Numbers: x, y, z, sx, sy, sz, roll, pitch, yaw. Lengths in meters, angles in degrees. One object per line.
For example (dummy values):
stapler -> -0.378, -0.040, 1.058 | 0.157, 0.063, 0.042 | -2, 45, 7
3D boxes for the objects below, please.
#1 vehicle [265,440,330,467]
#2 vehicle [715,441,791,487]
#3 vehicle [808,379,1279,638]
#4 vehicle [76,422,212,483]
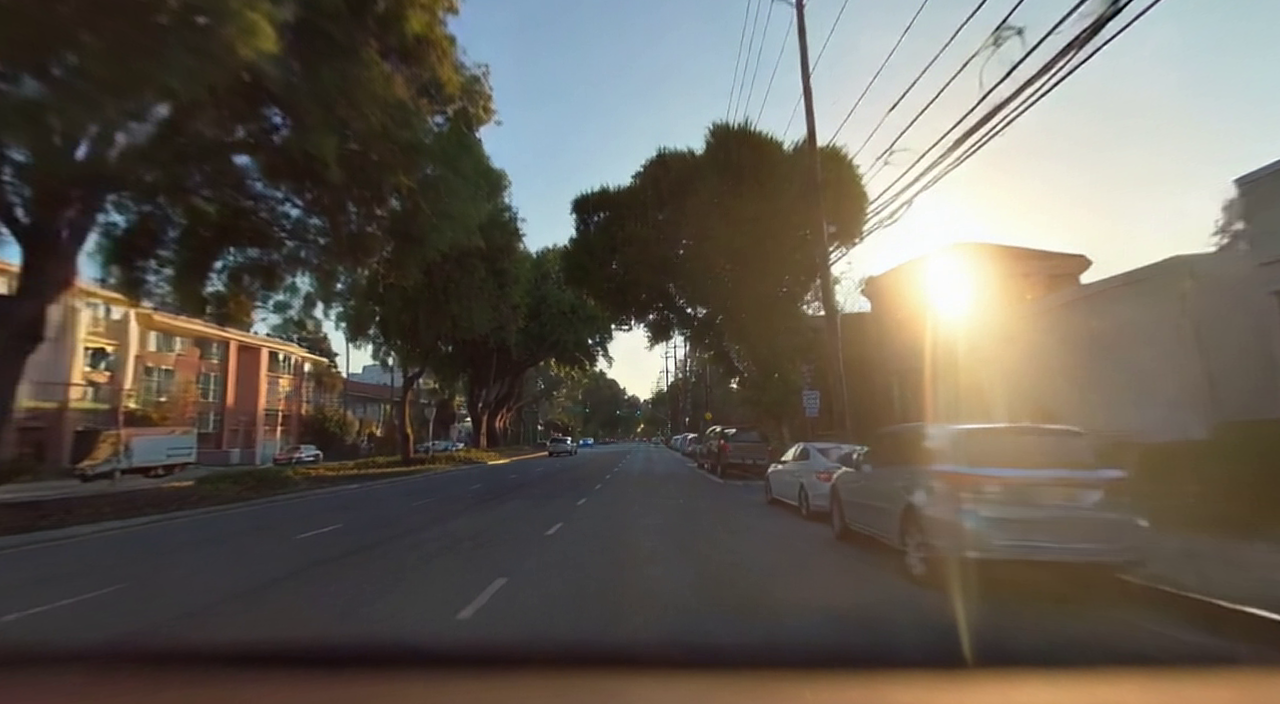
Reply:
vehicle -> -25.419, 7.552, 47.019 | 2.052, 1.862, 4.816 | 0, -8, 1
vehicle -> 3.503, 3.513, 20.020 | 1.869, 1.325, 2.994 | 0, -8, 1
vehicle -> 3.526, 1.454, 6.970 | 2.188, 1.810, 4.883 | 0, -8, 3
vehicle -> -25.725, 5.251, 33.113 | 2.223, 2.895, 5.824 | 0, -8, 1
